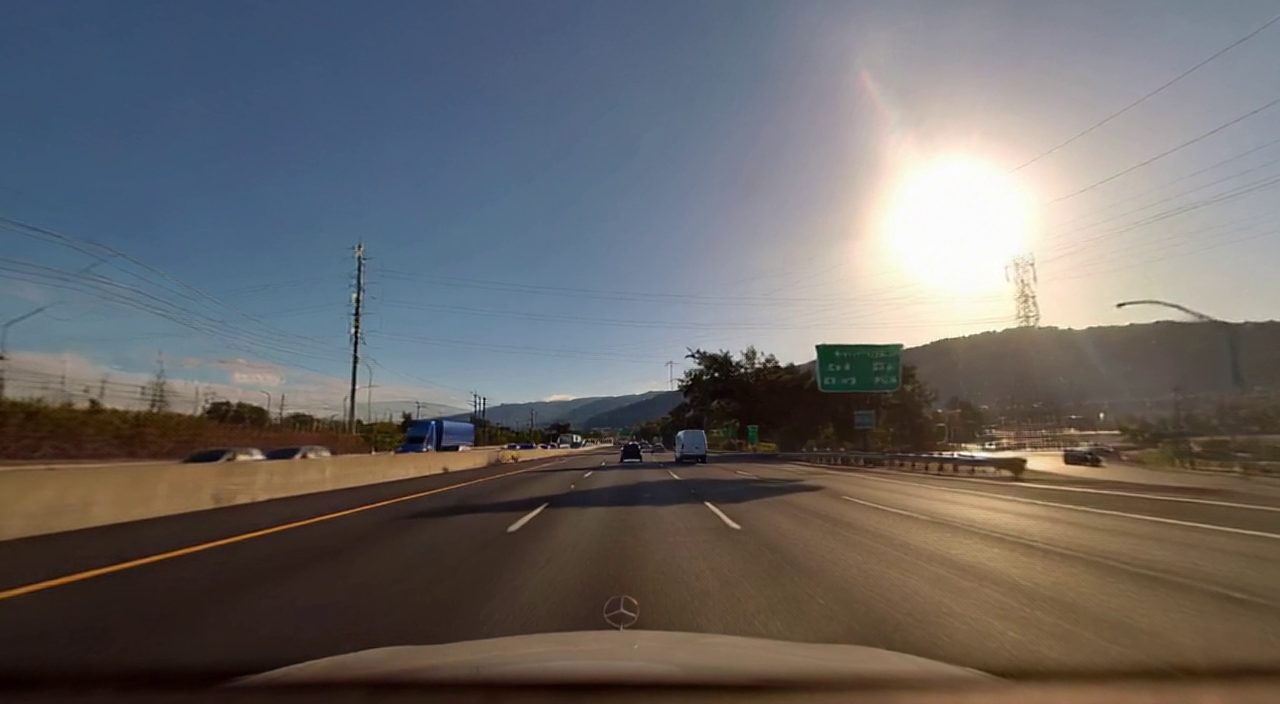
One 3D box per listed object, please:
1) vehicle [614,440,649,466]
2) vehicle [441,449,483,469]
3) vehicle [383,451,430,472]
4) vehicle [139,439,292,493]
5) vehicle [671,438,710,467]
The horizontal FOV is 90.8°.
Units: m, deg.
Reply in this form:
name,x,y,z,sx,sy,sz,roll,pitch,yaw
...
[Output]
name,x,y,z,sx,sy,sz,roll,pitch,yaw
vehicle,-0.610,7.140,44.725,2.325,1.712,4.592,0,-9,-1
vehicle,-13.935,8.379,49.609,1.878,1.462,4.573,0,-9,1
vehicle,-17.680,8.286,48.027,1.825,1.456,4.451,0,-9,0
vehicle,-13.724,3.700,20.831,1.968,1.563,4.376,0,-9,0
vehicle,3.226,6.568,41.340,2.036,1.796,4.470,0,-9,-2
